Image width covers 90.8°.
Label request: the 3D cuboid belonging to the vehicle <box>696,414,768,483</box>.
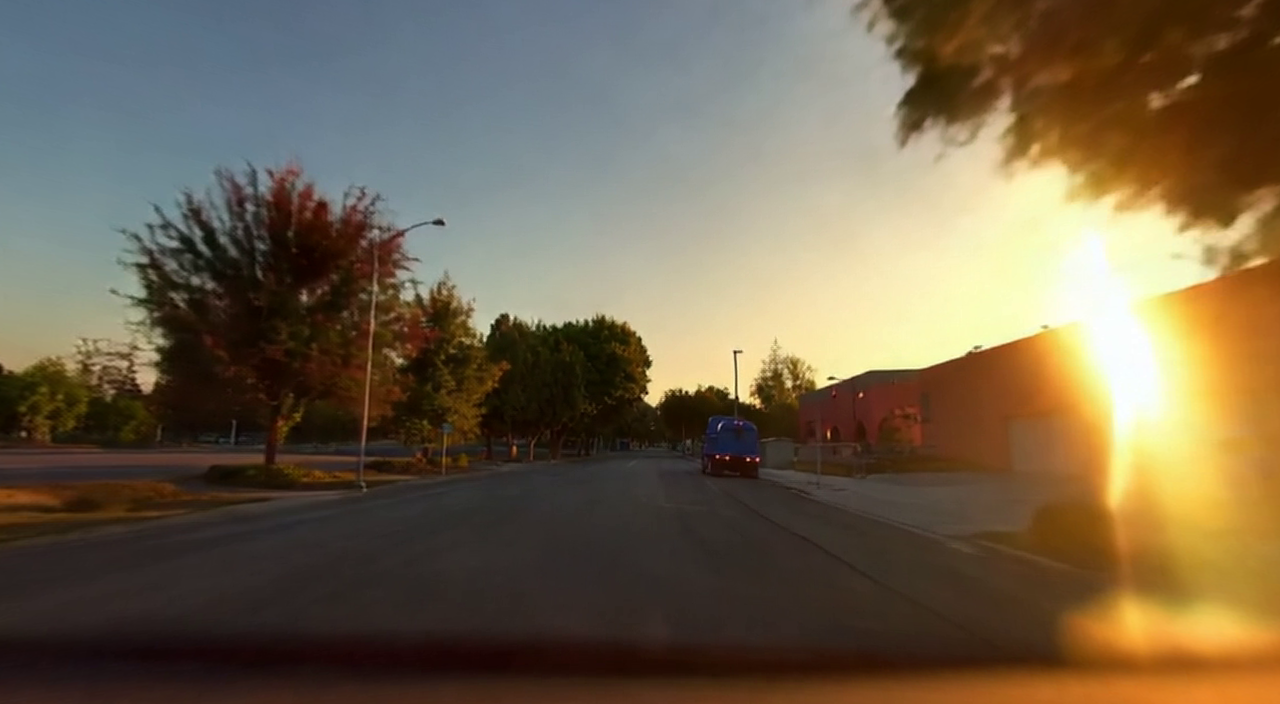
[{"bbox_3d":[4.804,5.227,34.250,3.019,3.303,6.252,1,-9,0],"label":"vehicle"}]
